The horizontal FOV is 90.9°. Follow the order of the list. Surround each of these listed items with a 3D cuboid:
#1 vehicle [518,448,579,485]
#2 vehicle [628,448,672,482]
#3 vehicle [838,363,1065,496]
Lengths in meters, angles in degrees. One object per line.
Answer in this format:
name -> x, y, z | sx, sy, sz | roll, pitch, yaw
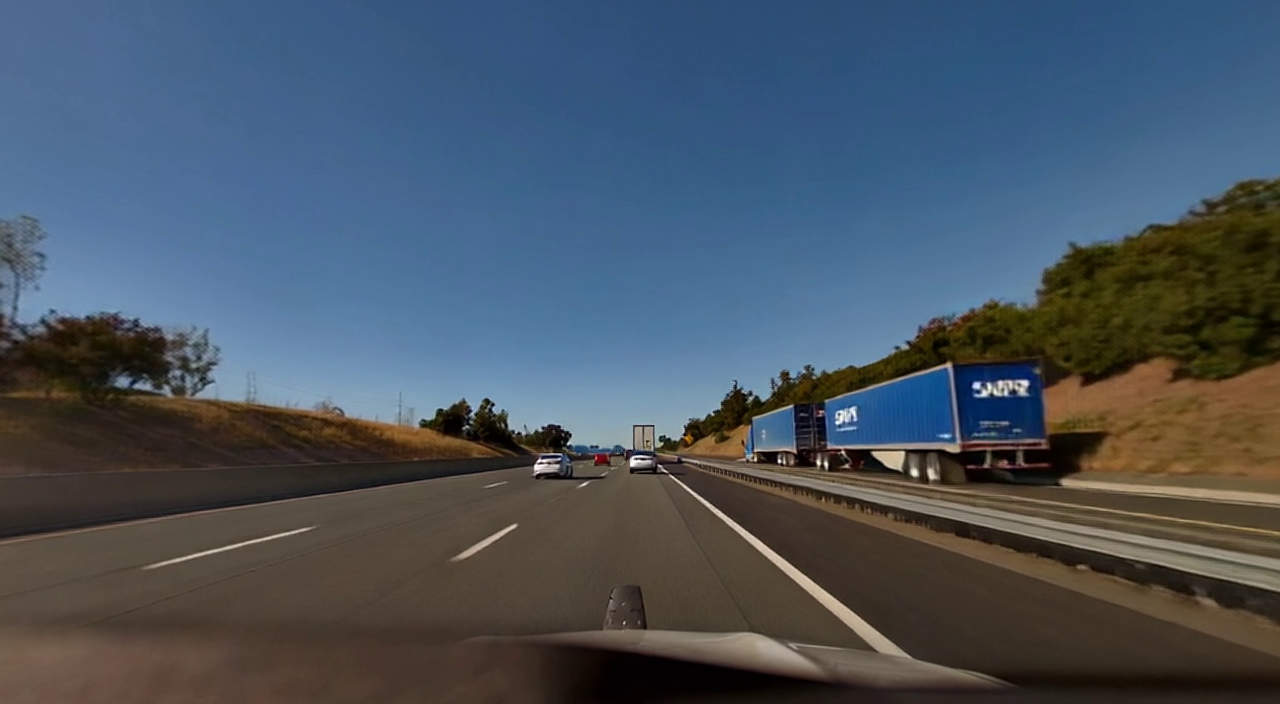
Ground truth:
vehicle -> -3.991, 5.061, 28.232 | 2.018, 1.504, 4.431 | 0, -9, 1
vehicle -> 0.435, 5.336, 29.974 | 1.991, 1.507, 3.391 | 0, -9, -1
vehicle -> 11.802, 3.448, 26.458 | 2.926, 4.094, 13.856 | 0, -9, 2
